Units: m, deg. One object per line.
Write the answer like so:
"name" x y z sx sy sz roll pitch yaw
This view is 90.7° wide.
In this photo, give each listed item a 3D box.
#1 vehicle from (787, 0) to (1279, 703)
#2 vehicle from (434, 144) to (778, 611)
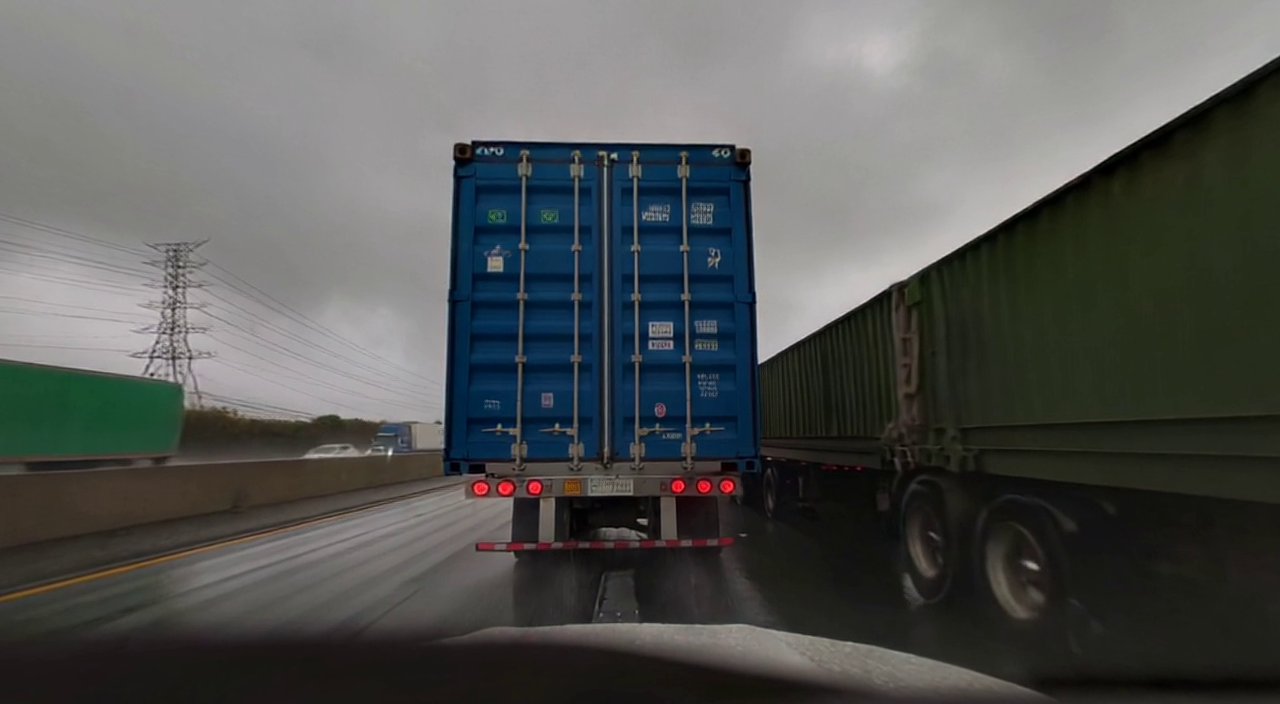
"vehicle" 3.547 0.172 4.806 2.955 3.777 7.403 0 -8 -1
"vehicle" -0.282 1.004 11.479 2.841 4.071 12.046 0 -8 0
